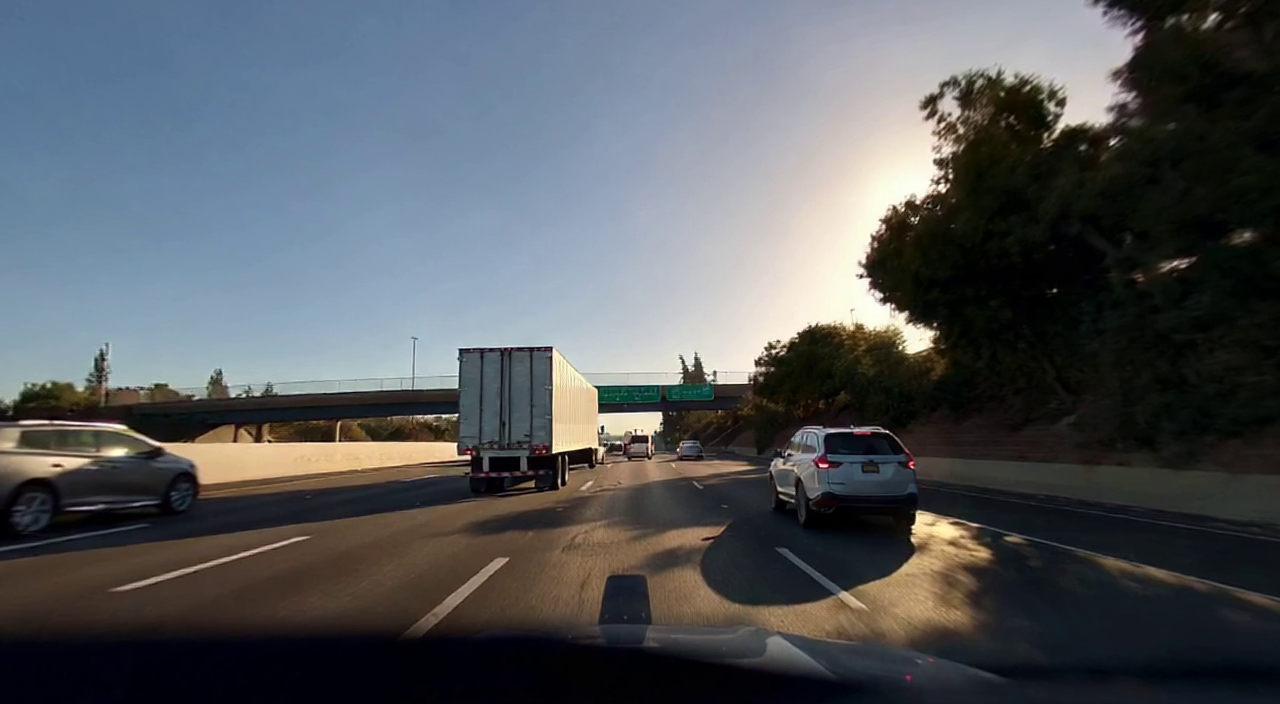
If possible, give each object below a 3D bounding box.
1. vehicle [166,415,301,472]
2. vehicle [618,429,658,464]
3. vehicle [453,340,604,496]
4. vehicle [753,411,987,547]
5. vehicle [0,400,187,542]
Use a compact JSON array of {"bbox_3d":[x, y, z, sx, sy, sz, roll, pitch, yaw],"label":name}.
[{"bbox_3d":[-28.642,6.573,45.231,2.944,3.588,9.839,0,-9,1],"label":"vehicle"},{"bbox_3d":[-0.118,7.240,48.310,2.848,2.453,5.509,0,-9,1],"label":"vehicle"},{"bbox_3d":[-3.361,2.870,24.464,2.869,4.108,15.564,0,-9,1],"label":"vehicle"},{"bbox_3d":[3.237,1.894,10.021,2.028,1.658,4.334,0,-9,-1],"label":"vehicle"},{"bbox_3d":[-10.461,1.820,9.741,2.388,2.031,5.951,0,-9,1],"label":"vehicle"}]
